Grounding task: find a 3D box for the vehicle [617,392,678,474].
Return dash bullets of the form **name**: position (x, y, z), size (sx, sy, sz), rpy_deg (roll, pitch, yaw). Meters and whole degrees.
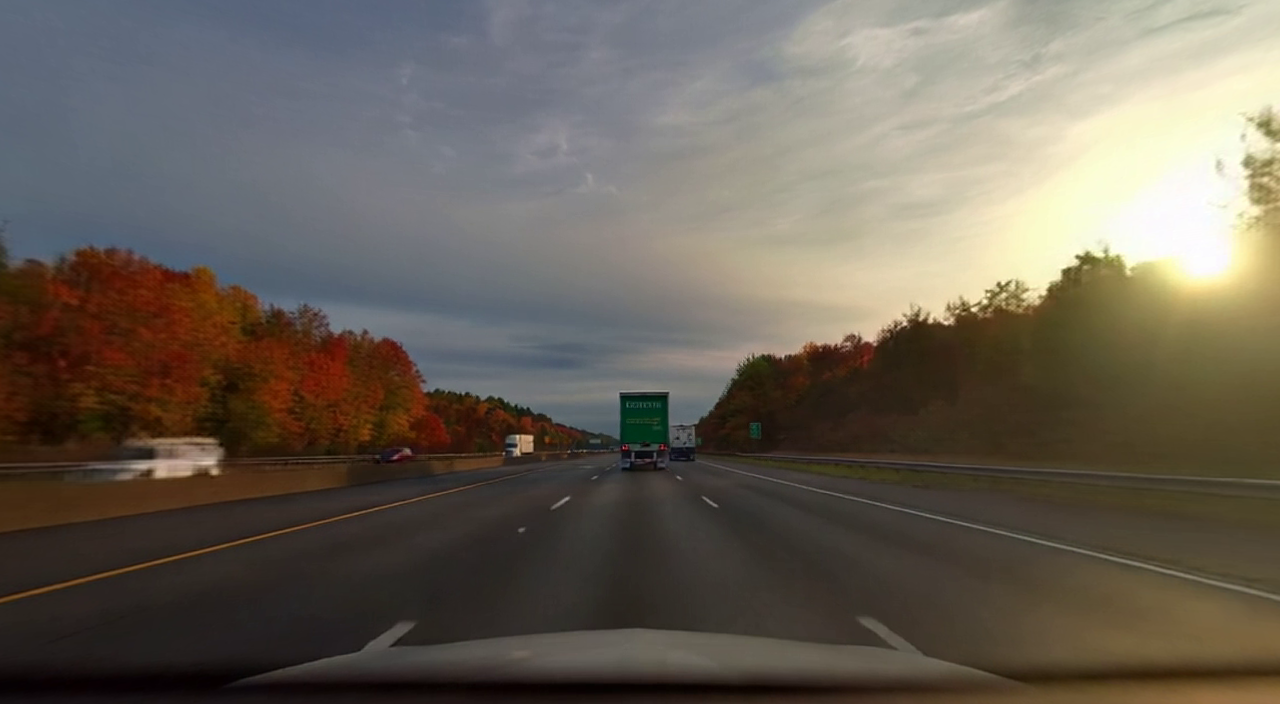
- **vehicle**: position (0.356, 4.833, 36.653), size (3.057, 4.073, 10.792), rpy_deg (0, -9, 0)
